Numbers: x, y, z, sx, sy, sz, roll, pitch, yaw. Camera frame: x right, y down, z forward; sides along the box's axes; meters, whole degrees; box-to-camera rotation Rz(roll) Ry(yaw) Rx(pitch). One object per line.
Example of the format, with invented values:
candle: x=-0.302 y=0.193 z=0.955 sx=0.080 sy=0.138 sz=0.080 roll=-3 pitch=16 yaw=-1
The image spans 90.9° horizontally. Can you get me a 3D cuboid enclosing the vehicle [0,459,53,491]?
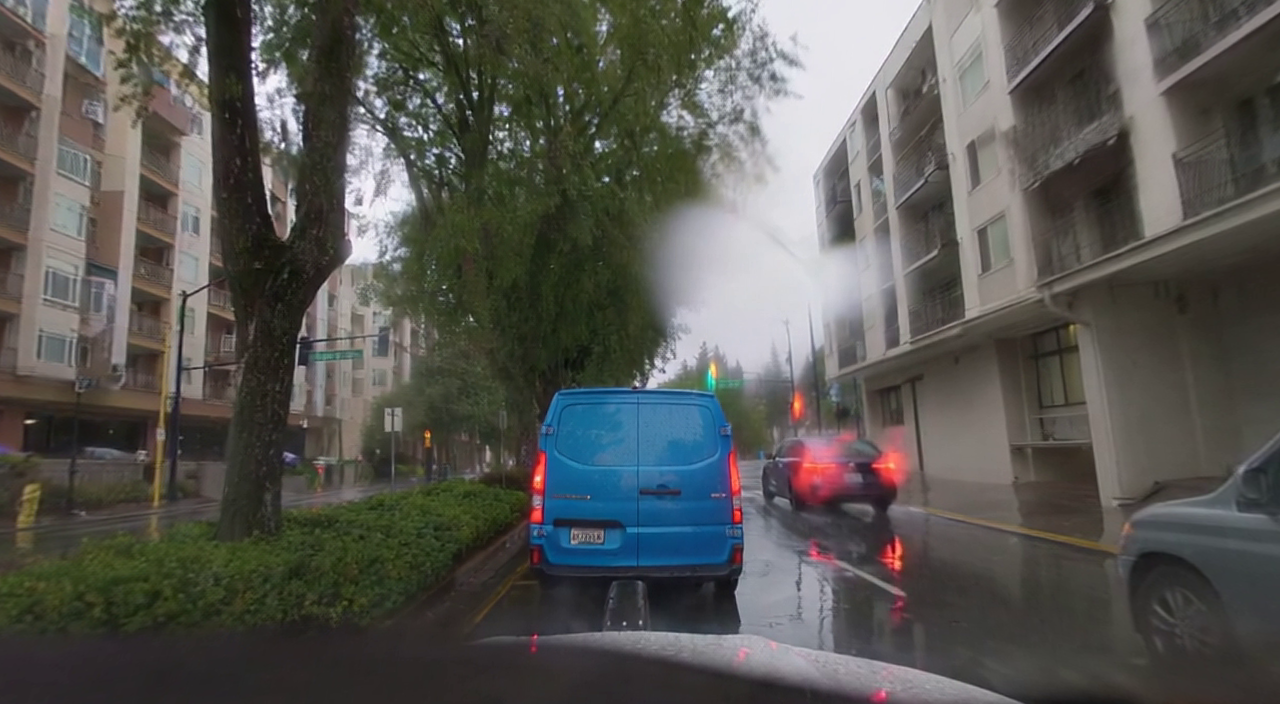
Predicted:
vehicle: x=-35.499 y=6.847 z=35.176 sx=3.843 sy=1.680 sz=1.782 roll=-1 pitch=-9 yaw=6

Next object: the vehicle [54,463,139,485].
vehicle: x=-38.430 y=8.639 z=44.653 sx=4.396 sy=1.458 sz=1.809 roll=-1 pitch=-9 yaw=2

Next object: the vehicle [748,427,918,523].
vehicle: x=3.868 y=2.564 z=13.714 sx=2.061 sy=1.676 sz=4.734 roll=0 pitch=-9 yaw=-2

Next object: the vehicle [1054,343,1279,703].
vehicle: x=3.803 y=0.738 z=2.003 sx=2.157 sy=1.748 sz=4.130 roll=0 pitch=-9 yaw=1

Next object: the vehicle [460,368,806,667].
vehicle: x=-0.031 y=1.331 z=6.079 sx=2.101 sy=1.828 sz=4.270 roll=0 pitch=-9 yaw=0

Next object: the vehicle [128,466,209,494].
vehicle: x=-33.219 y=9.058 z=44.530 sx=4.292 sy=1.492 sz=1.772 roll=-6 pitch=-14 yaw=-1
